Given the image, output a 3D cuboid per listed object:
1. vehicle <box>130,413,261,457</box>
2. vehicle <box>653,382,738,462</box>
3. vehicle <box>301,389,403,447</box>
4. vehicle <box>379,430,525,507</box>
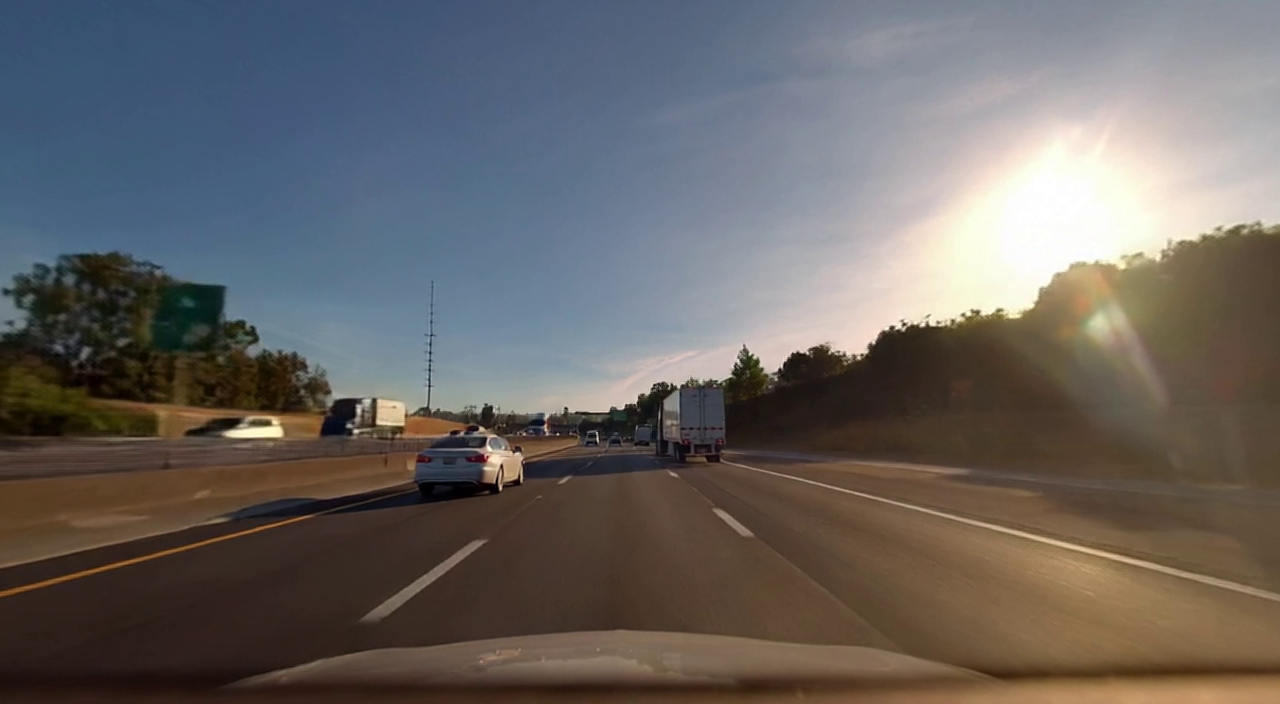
[{"bbox_3d":[-16.622,3.148,23.868,1.858,1.485,4.296,0,-8,-1],"label":"vehicle"},{"bbox_3d":[2.945,4.475,38.920,3.241,4.042,14.292,0,-8,-3],"label":"vehicle"},{"bbox_3d":[-20.631,4.981,45.984,2.903,3.769,9.823,0,-8,-1],"label":"vehicle"},{"bbox_3d":[-3.960,2.506,14.177,1.971,1.444,4.401,0,-8,-1],"label":"vehicle"}]
